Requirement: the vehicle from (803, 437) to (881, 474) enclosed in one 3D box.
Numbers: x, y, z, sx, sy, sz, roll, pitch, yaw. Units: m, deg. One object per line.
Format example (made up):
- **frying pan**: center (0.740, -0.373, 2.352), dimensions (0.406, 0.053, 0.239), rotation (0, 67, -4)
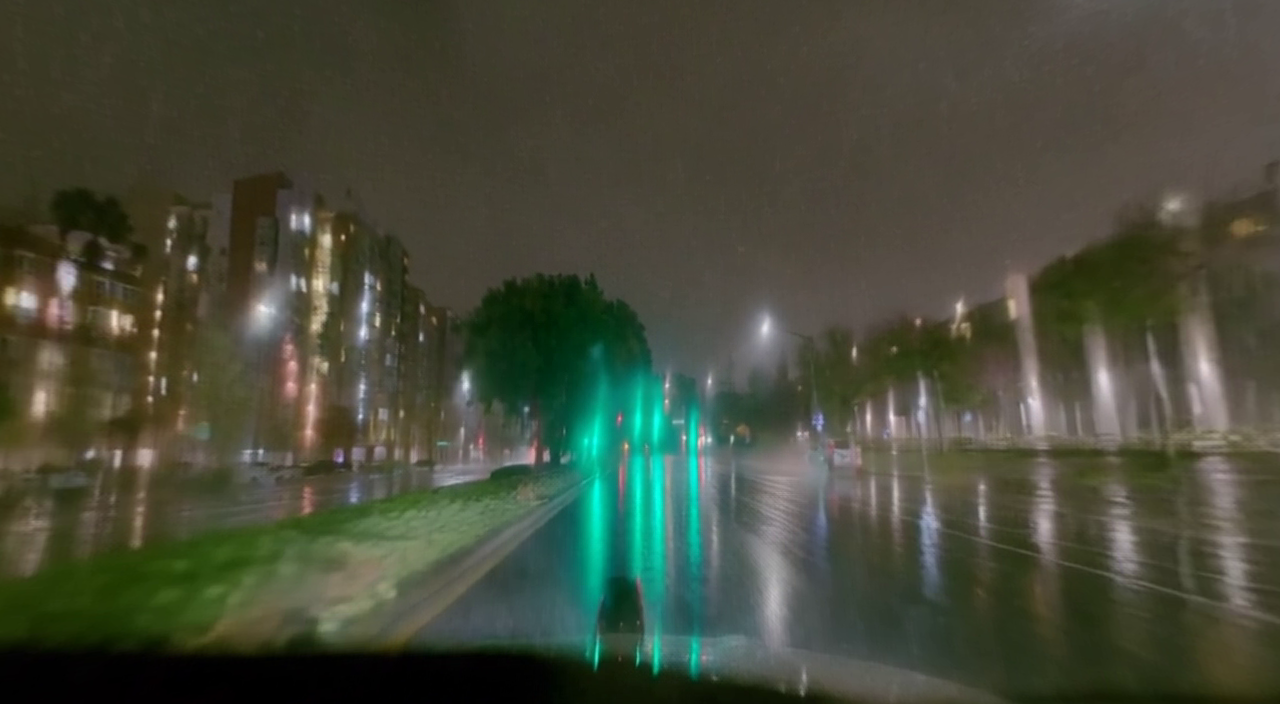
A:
- **vehicle**: center (9.971, 5.157, 31.696), dimensions (2.051, 1.726, 4.898), rotation (0, -9, -3)
